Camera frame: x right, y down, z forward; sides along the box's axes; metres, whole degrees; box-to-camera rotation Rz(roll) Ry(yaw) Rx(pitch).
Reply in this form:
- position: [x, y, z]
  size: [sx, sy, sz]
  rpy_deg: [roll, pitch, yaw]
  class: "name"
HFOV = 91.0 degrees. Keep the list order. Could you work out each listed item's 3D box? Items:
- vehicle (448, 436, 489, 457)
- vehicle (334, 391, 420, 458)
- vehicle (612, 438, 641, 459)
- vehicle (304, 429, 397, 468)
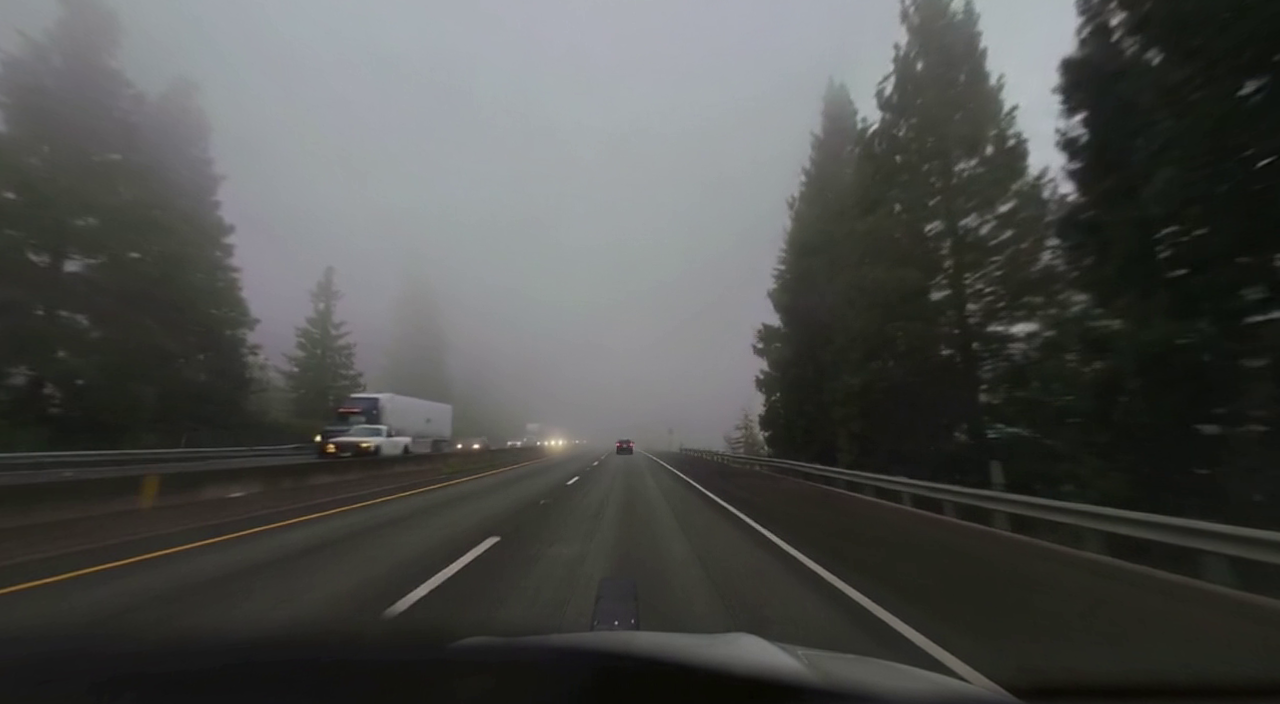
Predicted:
- position: [-12.909, 7.128, 47.712]
  size: [1.926, 1.472, 4.509]
  rpy_deg: [0, -8, -1]
  class: "vehicle"
- position: [-17.360, 4.921, 42.112]
  size: [3.058, 4.142, 6.328]
  rpy_deg: [0, -8, -2]
  class: "vehicle"
- position: [-1.061, 7.445, 48.821]
  size: [2.099, 1.504, 3.843]
  rpy_deg: [0, -8, -2]
  class: "vehicle"
- position: [-12.611, 4.241, 27.792]
  size: [2.122, 1.566, 4.276]
  rpy_deg: [0, -8, -1]
  class: "vehicle"
